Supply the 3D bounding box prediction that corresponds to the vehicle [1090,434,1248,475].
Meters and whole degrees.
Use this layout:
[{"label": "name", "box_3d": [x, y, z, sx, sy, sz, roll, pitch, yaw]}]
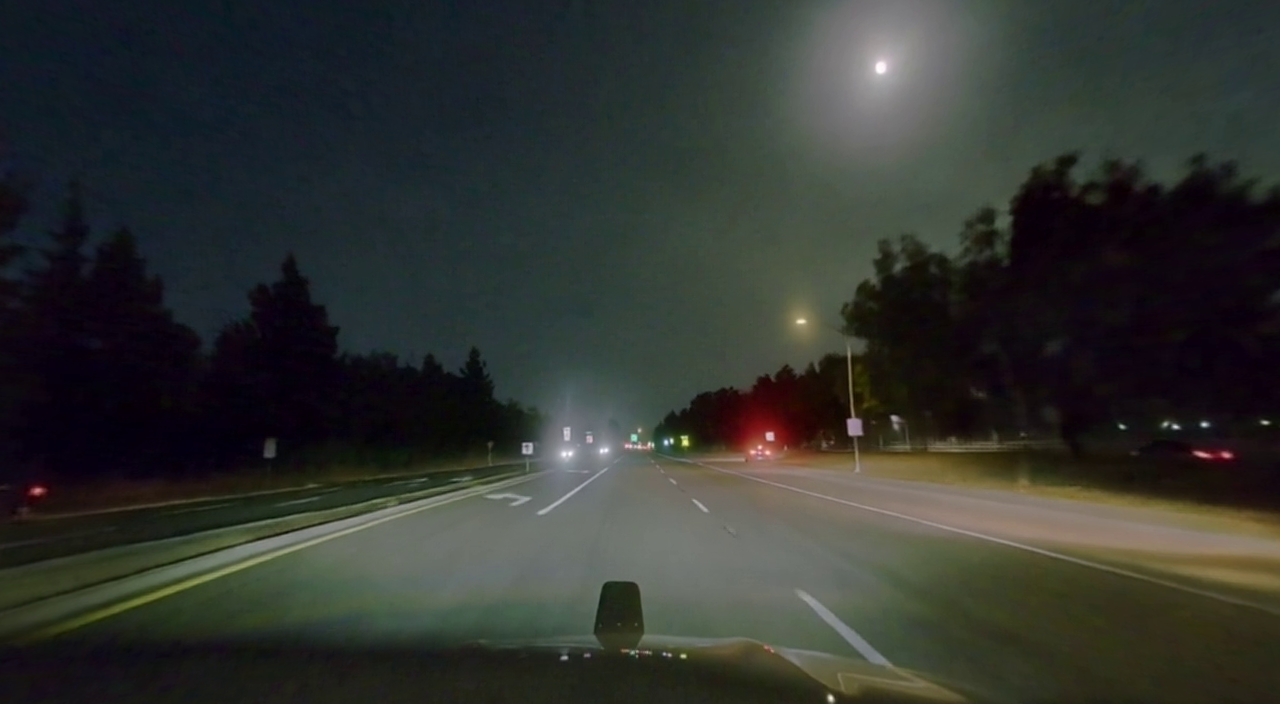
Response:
[{"label": "vehicle", "box_3d": [20.392, 3.970, 24.495, 4.402, 1.476, 1.860, 0, -9, -1]}]
